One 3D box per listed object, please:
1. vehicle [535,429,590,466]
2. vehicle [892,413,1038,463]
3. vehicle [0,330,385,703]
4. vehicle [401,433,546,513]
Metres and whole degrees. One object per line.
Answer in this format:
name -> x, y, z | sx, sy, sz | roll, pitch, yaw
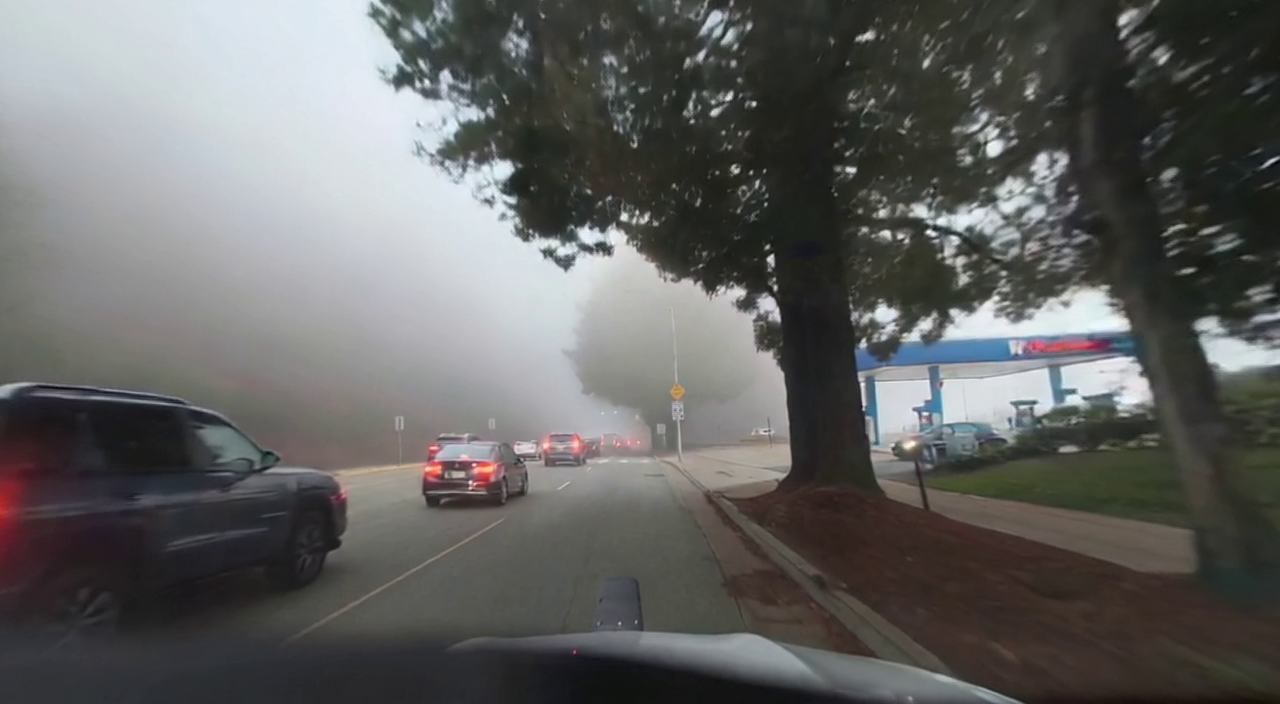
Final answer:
vehicle -> -4.002, 5.038, 33.347 | 2.306, 1.815, 4.476 | 0, -8, 1
vehicle -> 12.174, 3.244, 23.827 | 4.385, 1.439, 1.912 | -5, -7, 4
vehicle -> -4.027, 1.100, 4.732 | 2.071, 1.896, 4.782 | -1, -8, 2
vehicle -> -3.434, 2.556, 13.898 | 1.888, 1.452, 4.303 | -1, -8, 2
